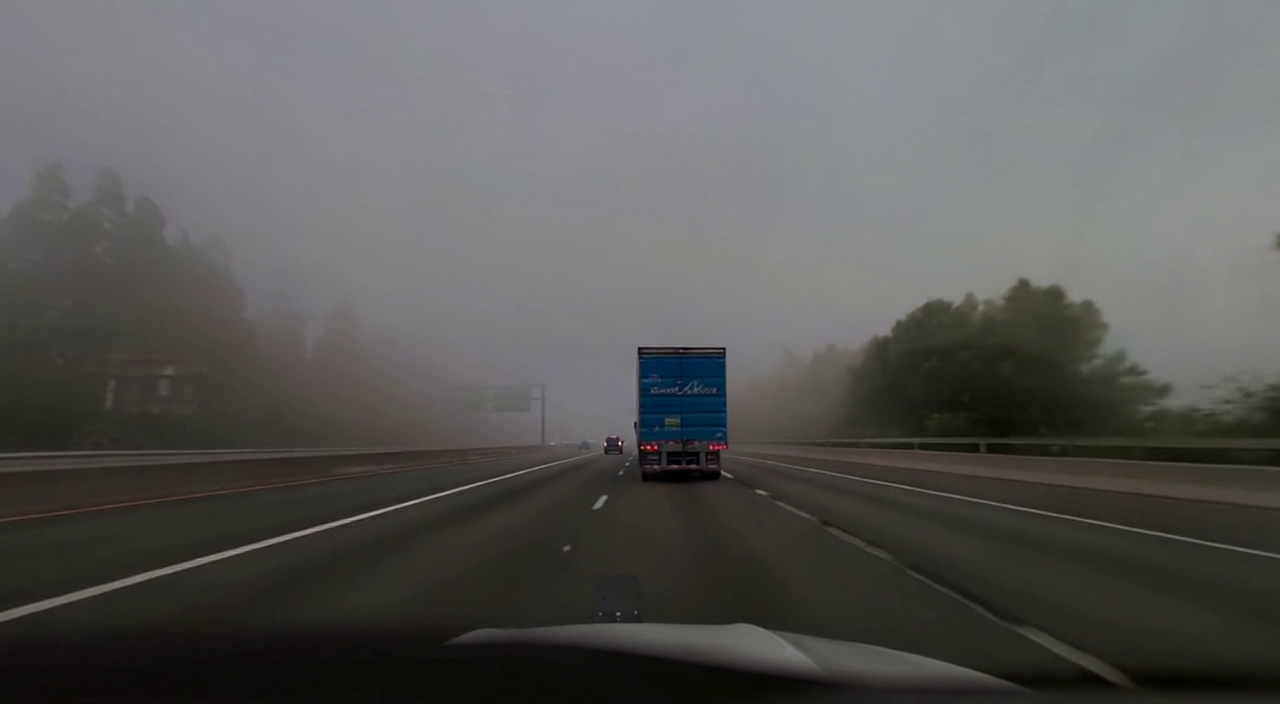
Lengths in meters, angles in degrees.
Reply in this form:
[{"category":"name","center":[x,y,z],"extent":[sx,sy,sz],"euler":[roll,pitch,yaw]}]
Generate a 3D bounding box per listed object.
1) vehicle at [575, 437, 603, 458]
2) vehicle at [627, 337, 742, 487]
[{"category":"vehicle","center":[-3.909,7.323,48.568],"extent":[2.075,1.509,3.835],"euler":[0,-8,-3]},{"category":"vehicle","center":[1.170,2.173,21.161],"extent":[2.920,3.860,10.035],"euler":[0,-8,1]}]
